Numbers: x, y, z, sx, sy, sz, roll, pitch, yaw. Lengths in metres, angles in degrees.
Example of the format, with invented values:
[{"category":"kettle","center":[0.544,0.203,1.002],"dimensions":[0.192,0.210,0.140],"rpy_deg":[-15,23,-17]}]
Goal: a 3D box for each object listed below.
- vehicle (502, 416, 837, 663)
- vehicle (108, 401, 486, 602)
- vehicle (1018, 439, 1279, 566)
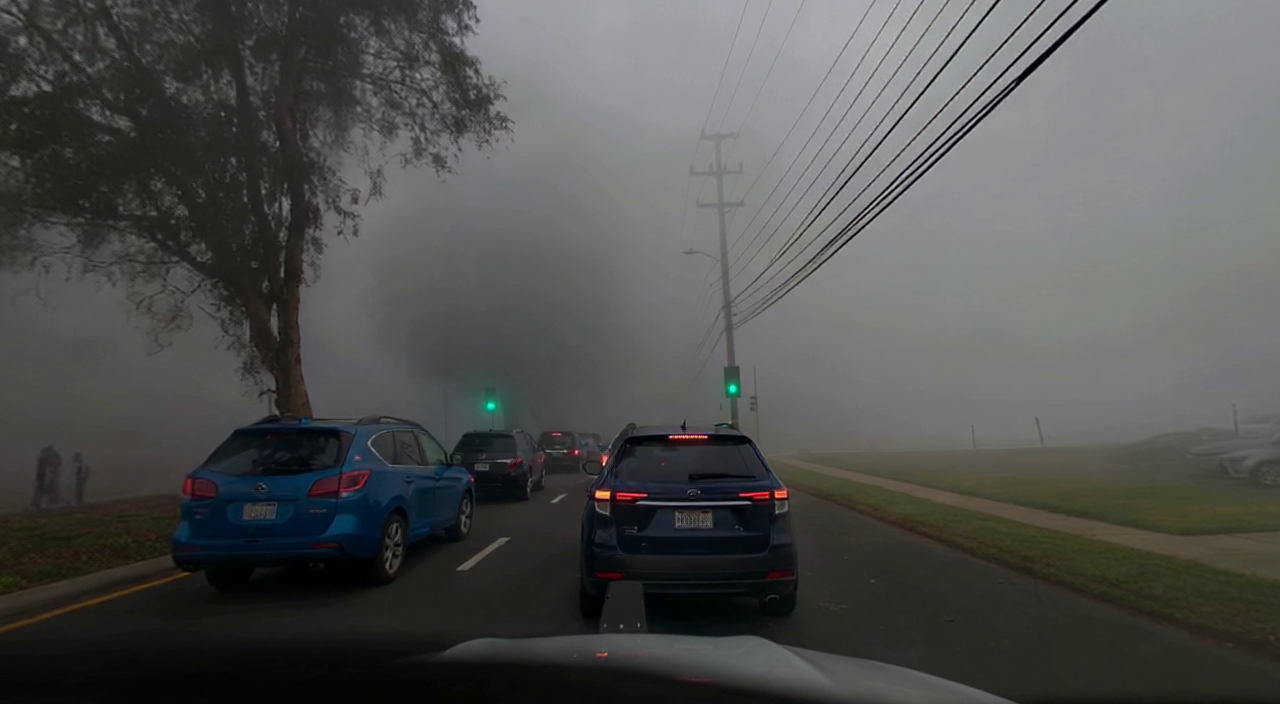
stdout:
[{"category":"vehicle","center":[0.113,1.448,5.954],"dimensions":[2.056,1.487,4.003],"rpy_deg":[0,-9,-2]},{"category":"vehicle","center":[-3.477,1.607,7.648],"dimensions":[2.105,1.706,4.337],"rpy_deg":[0,-9,0]},{"category":"vehicle","center":[8.378,2.153,9.933],"dimensions":[1.993,1.508,4.521],"rpy_deg":[0,-9,-1]}]
